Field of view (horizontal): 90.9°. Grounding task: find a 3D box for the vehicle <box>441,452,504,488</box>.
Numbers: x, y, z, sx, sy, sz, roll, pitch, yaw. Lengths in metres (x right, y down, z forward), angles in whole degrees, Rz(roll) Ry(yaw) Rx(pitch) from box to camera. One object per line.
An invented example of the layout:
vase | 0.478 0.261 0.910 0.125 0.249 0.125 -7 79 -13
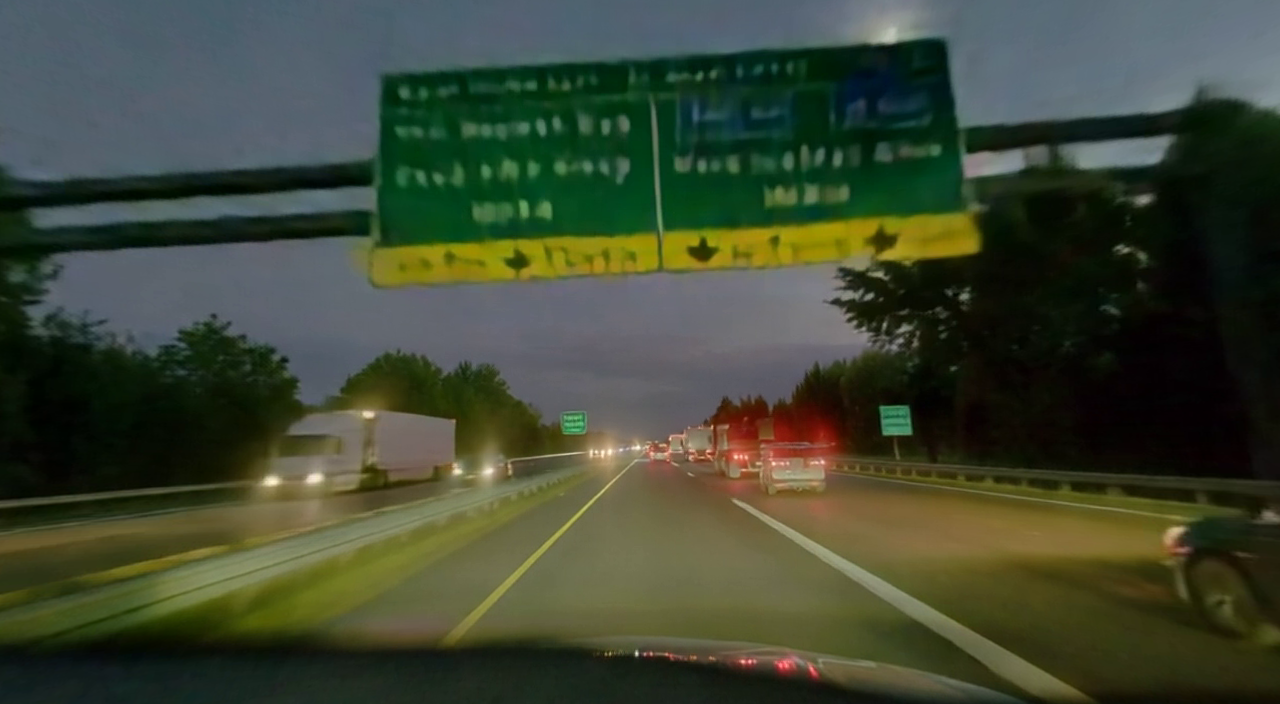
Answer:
vehicle | -8.173 5.784 31.133 1.893 1.495 4.489 -3 -9 0

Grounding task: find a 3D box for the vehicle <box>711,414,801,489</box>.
vehicle | 4.680 4.162 26.605 2.569 2.783 5.984 0 -9 -1

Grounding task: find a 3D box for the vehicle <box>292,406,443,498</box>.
vehicle | -12.259 4.646 29.571 2.938 3.612 8.757 0 -9 1

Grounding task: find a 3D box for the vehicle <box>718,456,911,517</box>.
vehicle | 4.663 4.042 20.454 2.472 1.036 13.239 -2 -9 -1

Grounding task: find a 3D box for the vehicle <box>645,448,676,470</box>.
vehicle | 1.423 7.497 44.372 2.049 1.500 3.790 0 -9 1
